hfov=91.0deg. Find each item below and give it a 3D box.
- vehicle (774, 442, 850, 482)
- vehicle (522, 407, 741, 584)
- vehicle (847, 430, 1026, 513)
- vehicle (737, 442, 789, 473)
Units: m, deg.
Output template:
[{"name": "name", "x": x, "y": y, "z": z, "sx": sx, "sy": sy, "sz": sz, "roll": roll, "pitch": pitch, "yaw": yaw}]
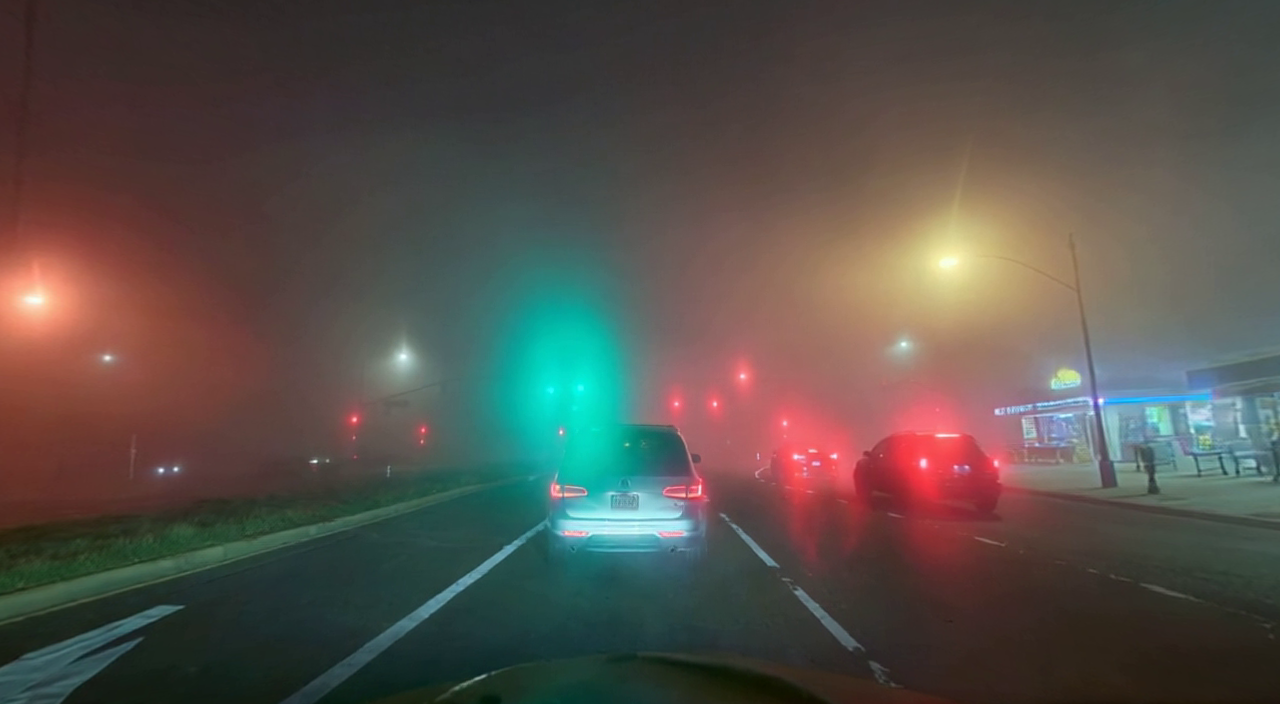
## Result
[{"name": "vehicle", "x": 6.837, "y": 4.406, "z": 25.460, "sx": 1.833, "sy": 1.452, "sz": 4.237, "roll": 0, "pitch": -9, "yaw": 0}, {"name": "vehicle", "x": -0.064, "y": 1.689, "z": 8.124, "sx": 2.115, "sy": 1.700, "sz": 3.901, "roll": 0, "pitch": -8, "yaw": 1}, {"name": "vehicle", "x": 6.737, "y": 2.763, "z": 15.024, "sx": 2.072, "sy": 1.652, "sz": 4.611, "roll": 0, "pitch": -8, "yaw": 1}, {"name": "vehicle", "x": 6.271, "y": 5.451, "z": 32.633, "sx": 1.961, "sy": 1.477, "sz": 4.454, "roll": 0, "pitch": -8, "yaw": 2}]
